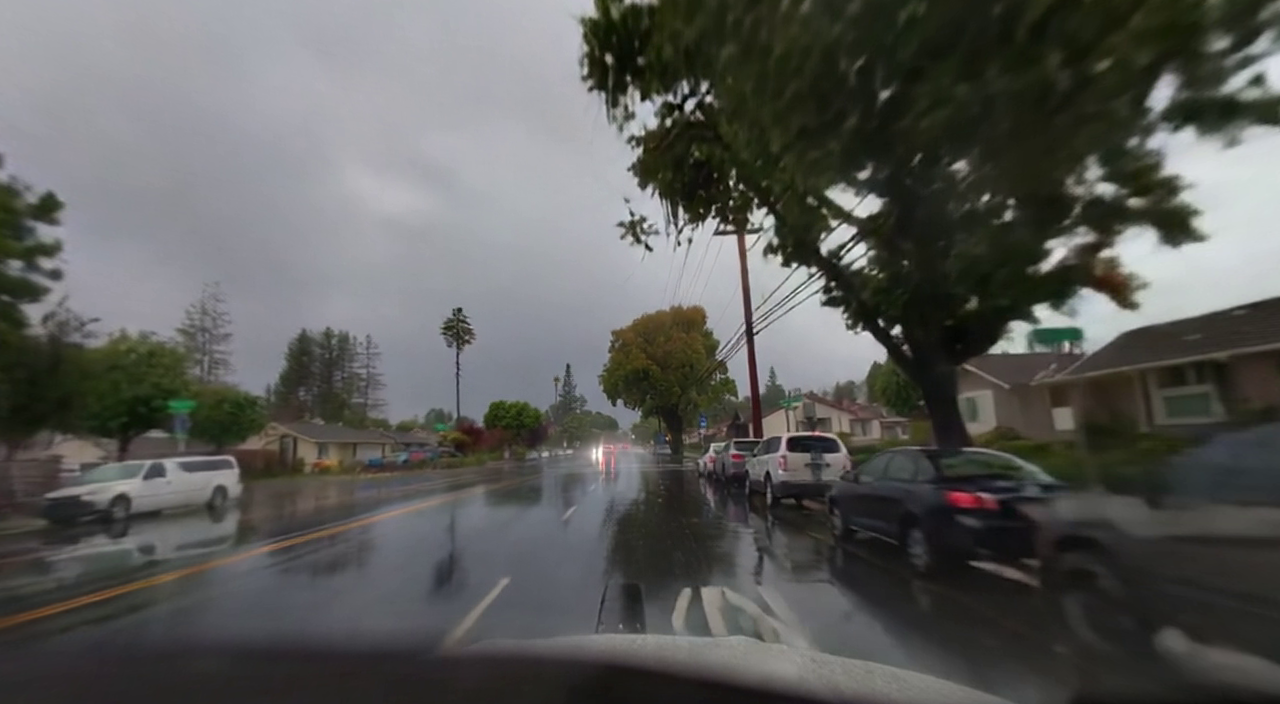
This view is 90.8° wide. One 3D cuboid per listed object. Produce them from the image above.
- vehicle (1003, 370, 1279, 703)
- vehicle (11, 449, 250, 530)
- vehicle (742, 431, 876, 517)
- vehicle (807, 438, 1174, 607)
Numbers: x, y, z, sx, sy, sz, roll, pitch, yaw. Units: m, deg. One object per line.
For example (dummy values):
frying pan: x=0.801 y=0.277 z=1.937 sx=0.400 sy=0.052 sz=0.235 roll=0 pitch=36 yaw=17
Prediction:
vehicle: x=3.856 y=0.907 z=2.498 sx=1.914 sy=1.737 sz=4.703 roll=0 pitch=-9 yaw=-2
vehicle: x=-13.788 y=3.678 z=17.778 sx=2.229 sy=1.878 sz=5.540 roll=1 pitch=-9 yaw=-2
vehicle: x=3.746 y=2.792 z=14.873 sx=1.852 sy=1.715 sz=4.110 roll=0 pitch=-9 yaw=-2
vehicle: x=3.759 y=1.880 z=8.039 sx=1.865 sy=1.477 sz=4.741 roll=0 pitch=-9 yaw=-1
